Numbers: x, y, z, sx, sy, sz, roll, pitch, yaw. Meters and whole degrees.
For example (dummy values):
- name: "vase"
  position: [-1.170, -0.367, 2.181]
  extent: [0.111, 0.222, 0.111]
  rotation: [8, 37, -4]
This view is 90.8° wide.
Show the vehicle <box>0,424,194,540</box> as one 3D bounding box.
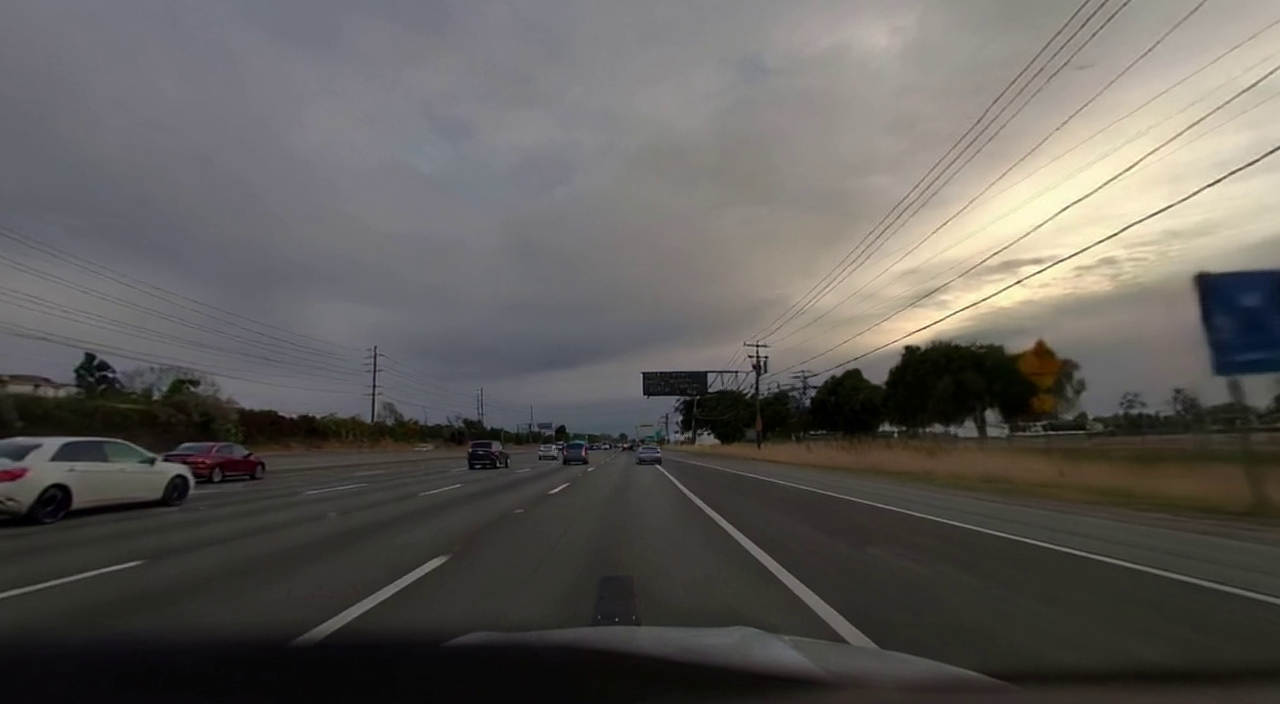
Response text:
- name: "vehicle"
  position: [-10.267, 2.131, 10.772]
  extent: [2.098, 1.643, 4.413]
  rotation: [0, -9, 0]

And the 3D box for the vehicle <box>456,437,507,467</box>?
- name: "vehicle"
  position: [-10.524, 6.704, 42.438]
  extent: [2.115, 1.799, 5.444]
  rotation: [0, -9, -1]

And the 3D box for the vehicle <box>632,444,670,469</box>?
- name: "vehicle"
  position: [0.616, 6.249, 38.017]
  extent: [2.015, 1.391, 3.897]
  rotation: [0, -9, -3]

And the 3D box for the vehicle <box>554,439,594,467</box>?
- name: "vehicle"
  position: [-4.130, 6.426, 40.208]
  extent: [2.121, 1.673, 4.443]
  rotation: [0, -9, -1]
